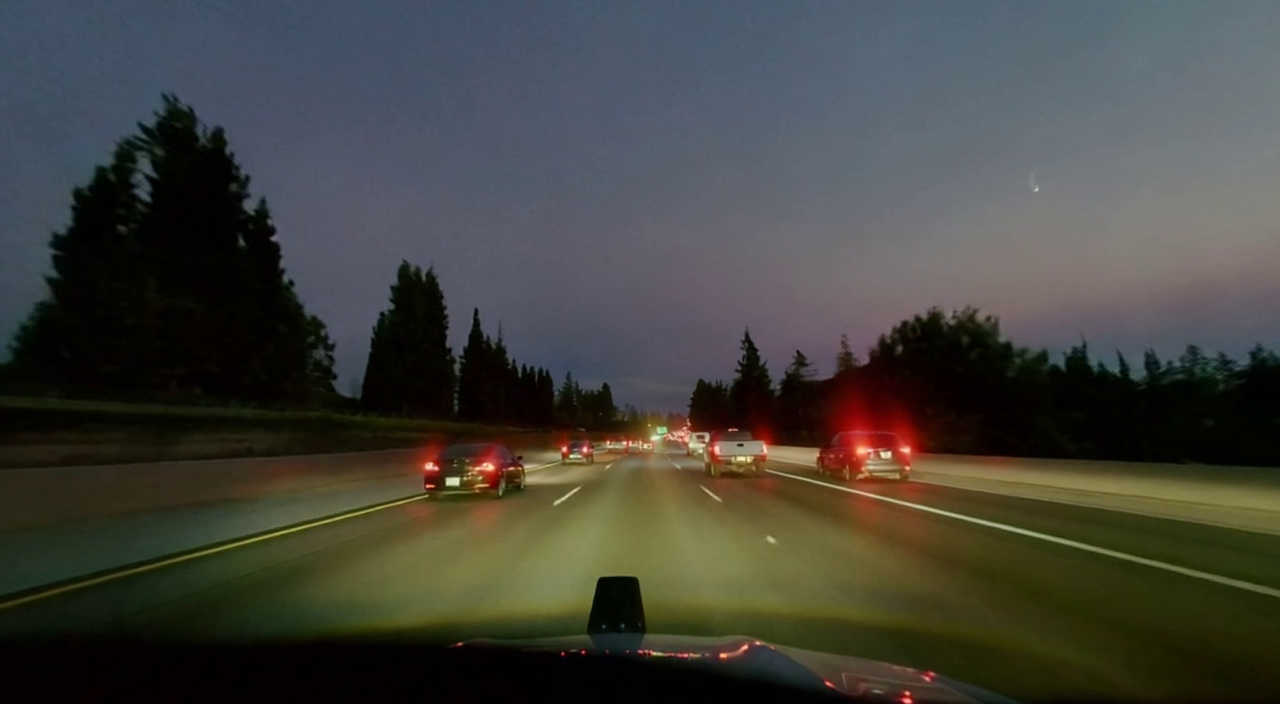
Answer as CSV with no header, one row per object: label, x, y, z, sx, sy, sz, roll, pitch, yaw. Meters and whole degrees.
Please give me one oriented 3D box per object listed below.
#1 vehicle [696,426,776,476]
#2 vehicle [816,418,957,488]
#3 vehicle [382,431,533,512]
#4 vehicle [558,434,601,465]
vehicle,4.012,4.292,27.527,2.517,1.935,5.552,0,-8,-1
vehicle,7.764,3.275,20.712,2.291,1.968,5.662,0,-8,0
vehicle,-3.724,2.507,13.741,1.978,1.473,4.073,0,-8,1
vehicle,-3.420,5.629,36.497,2.020,1.628,4.248,0,-8,1
